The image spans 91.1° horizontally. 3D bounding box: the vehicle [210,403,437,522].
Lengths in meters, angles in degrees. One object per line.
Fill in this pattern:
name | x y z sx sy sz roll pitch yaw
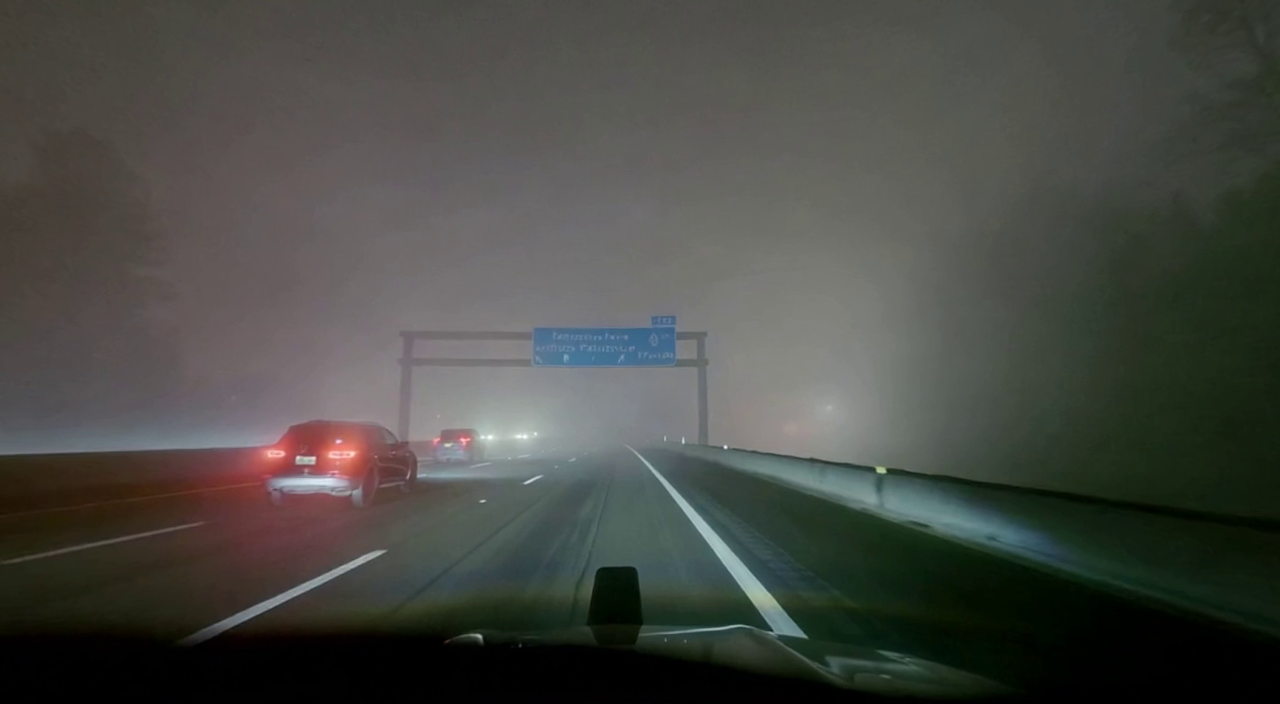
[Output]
vehicle | -5.303 1.887 11.284 2.007 1.727 4.040 0 -8 -1
